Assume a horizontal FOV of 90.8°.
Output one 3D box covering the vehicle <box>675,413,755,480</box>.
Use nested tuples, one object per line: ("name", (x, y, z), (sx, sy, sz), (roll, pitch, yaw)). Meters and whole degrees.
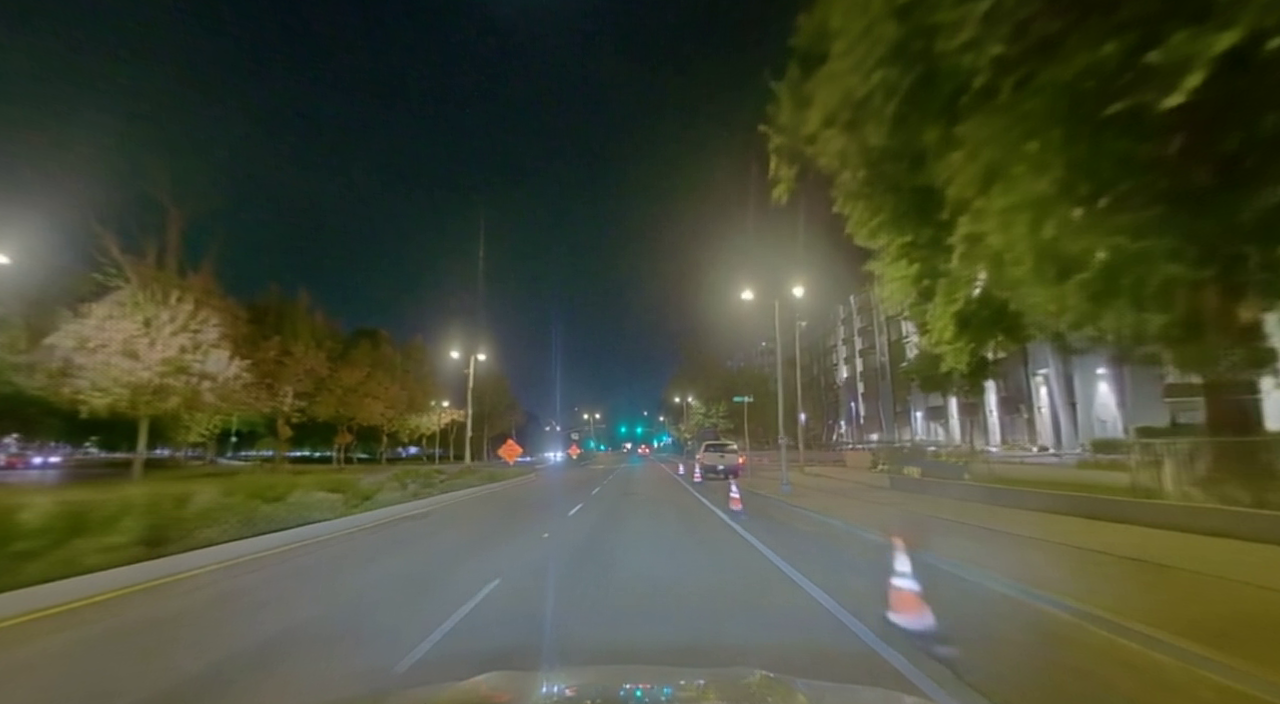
("vehicle", (3.188, 4.117, 27.673), (2.849, 2.686, 3.176), (-1, -8, -4))

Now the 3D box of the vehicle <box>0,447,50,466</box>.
("vehicle", (-47.834, 7.886, 47.813), (1.773, 1.435, 4.806), (0, -9, -1))
